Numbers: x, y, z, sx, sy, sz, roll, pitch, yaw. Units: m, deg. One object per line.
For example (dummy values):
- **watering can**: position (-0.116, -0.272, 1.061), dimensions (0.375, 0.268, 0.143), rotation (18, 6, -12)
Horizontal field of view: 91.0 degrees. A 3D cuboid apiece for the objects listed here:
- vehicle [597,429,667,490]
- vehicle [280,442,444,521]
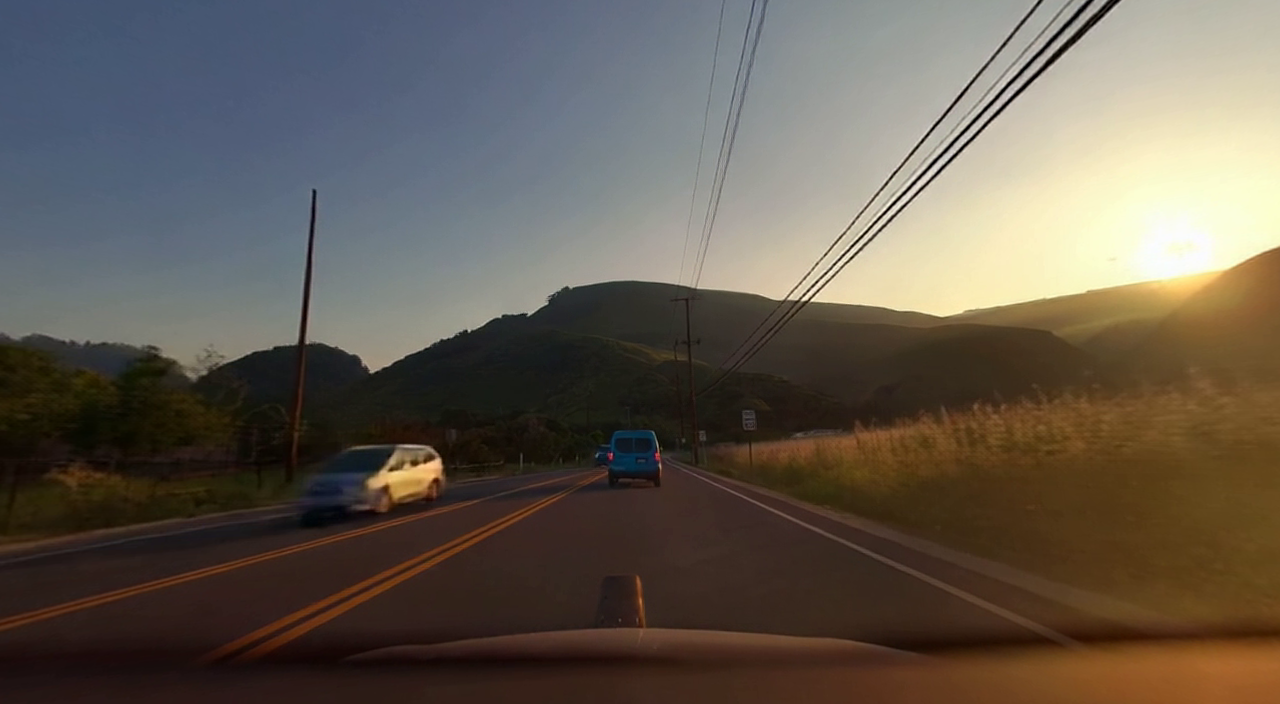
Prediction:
- **vehicle**: position (-0.246, 4.138, 24.497), dimensions (2.454, 2.144, 4.535), rotation (0, -9, 1)
- **vehicle**: position (-7.191, 3.367, 16.946), dimensions (2.120, 1.804, 4.392), rotation (-1, -9, 5)
